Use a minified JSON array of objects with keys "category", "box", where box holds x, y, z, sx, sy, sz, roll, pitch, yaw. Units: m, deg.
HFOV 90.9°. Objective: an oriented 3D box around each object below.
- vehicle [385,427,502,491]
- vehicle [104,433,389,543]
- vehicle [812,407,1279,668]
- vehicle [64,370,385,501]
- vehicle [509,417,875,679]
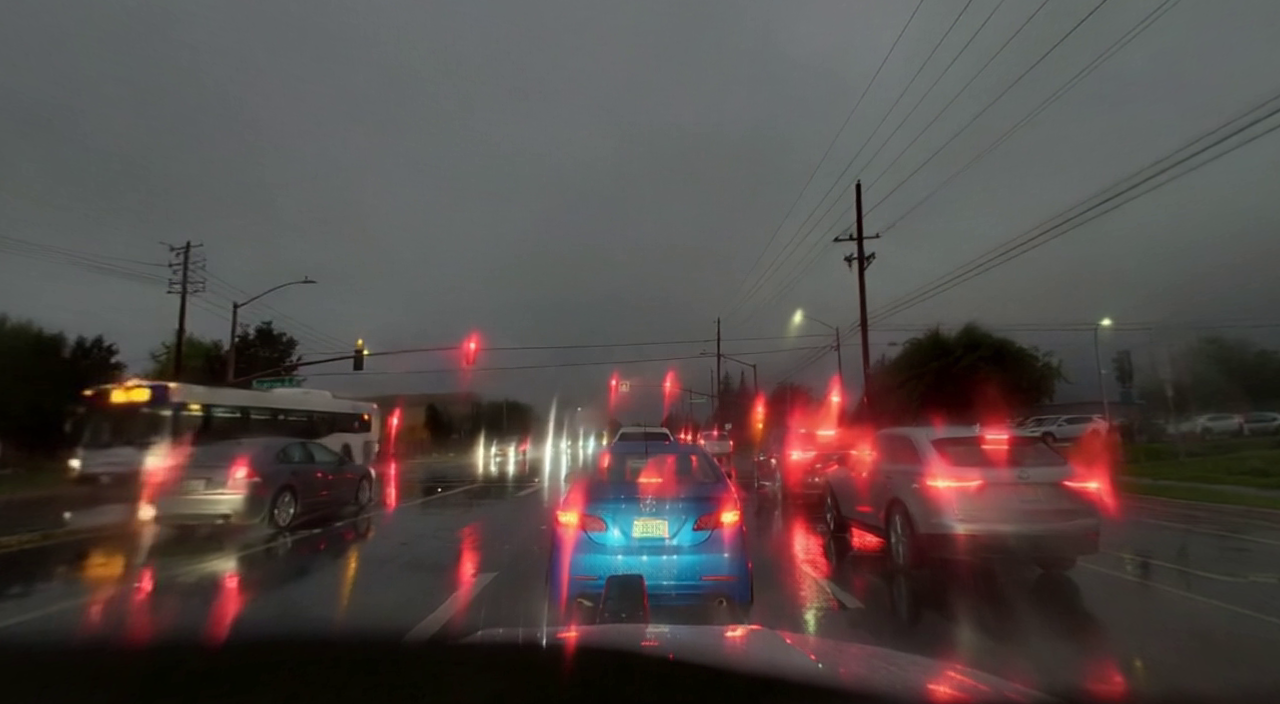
[{"category":"vehicle","box":[-6.262,3.489,20.898,2.070,1.824,5.196,-1,-8,2]},{"category":"vehicle","box":[-6.403,2.229,11.119,1.955,1.497,4.639,-1,-8,1]},{"category":"vehicle","box":[3.140,1.400,5.871,1.870,1.523,4.096,0,-8,-1]},{"category":"vehicle","box":[-13.534,3.109,23.018,3.005,3.443,12.583,-1,-8,1]},{"category":"vehicle","box":[0.280,1.422,5.699,2.109,1.483,3.964,0,-8,-1]}]
